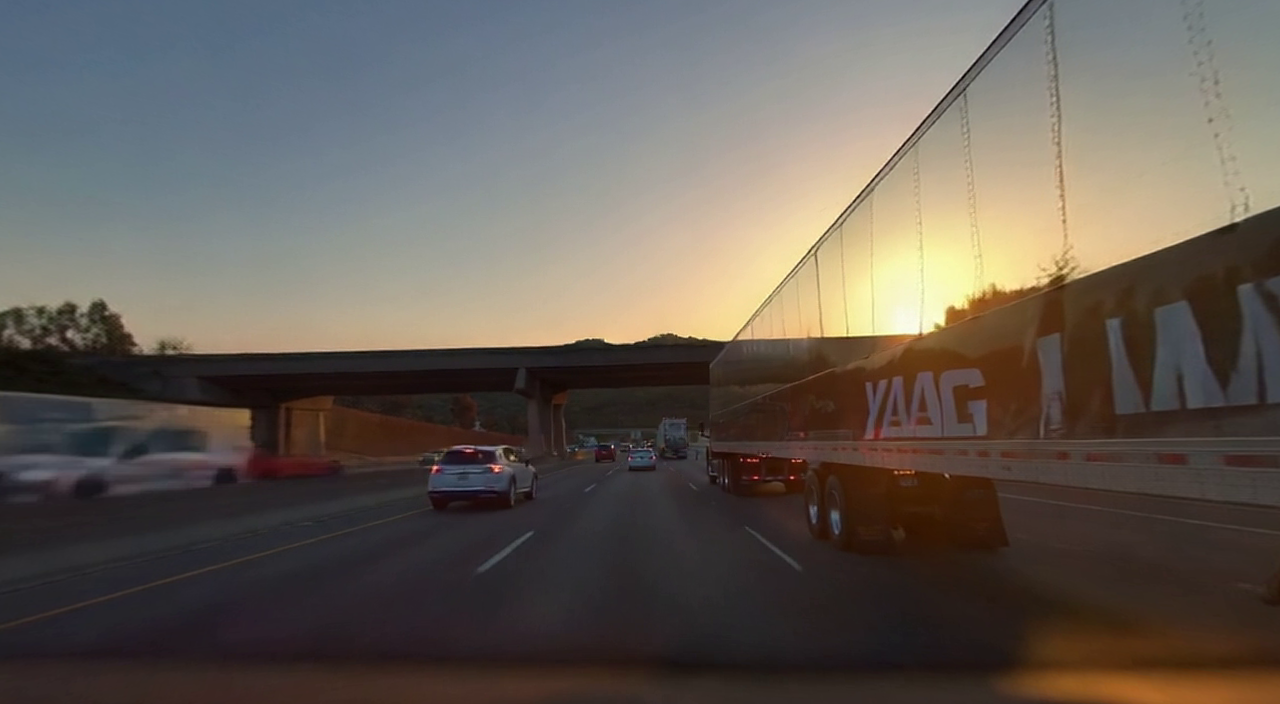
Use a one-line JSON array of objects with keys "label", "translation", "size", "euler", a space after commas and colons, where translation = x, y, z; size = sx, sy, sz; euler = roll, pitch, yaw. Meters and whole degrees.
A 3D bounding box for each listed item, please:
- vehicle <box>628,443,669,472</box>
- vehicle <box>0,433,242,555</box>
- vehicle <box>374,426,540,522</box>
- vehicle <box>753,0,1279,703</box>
[{"label": "vehicle", "translation": [0.428, 5.729, 34.446], "size": [2.063, 1.469, 4.208], "euler": [0, -9, 0]}, {"label": "vehicle", "translation": [-8.642, 2.093, 9.991], "size": [1.917, 1.506, 4.152], "euler": [0, -9, 0]}, {"label": "vehicle", "translation": [-3.740, 2.600, 14.025], "size": [2.091, 1.722, 4.974], "euler": [-1, -9, 1]}, {"label": "vehicle", "translation": [3.868, 0.305, 7.230], "size": [2.821, 4.077, 12.562], "euler": [0, -9, 0]}]
